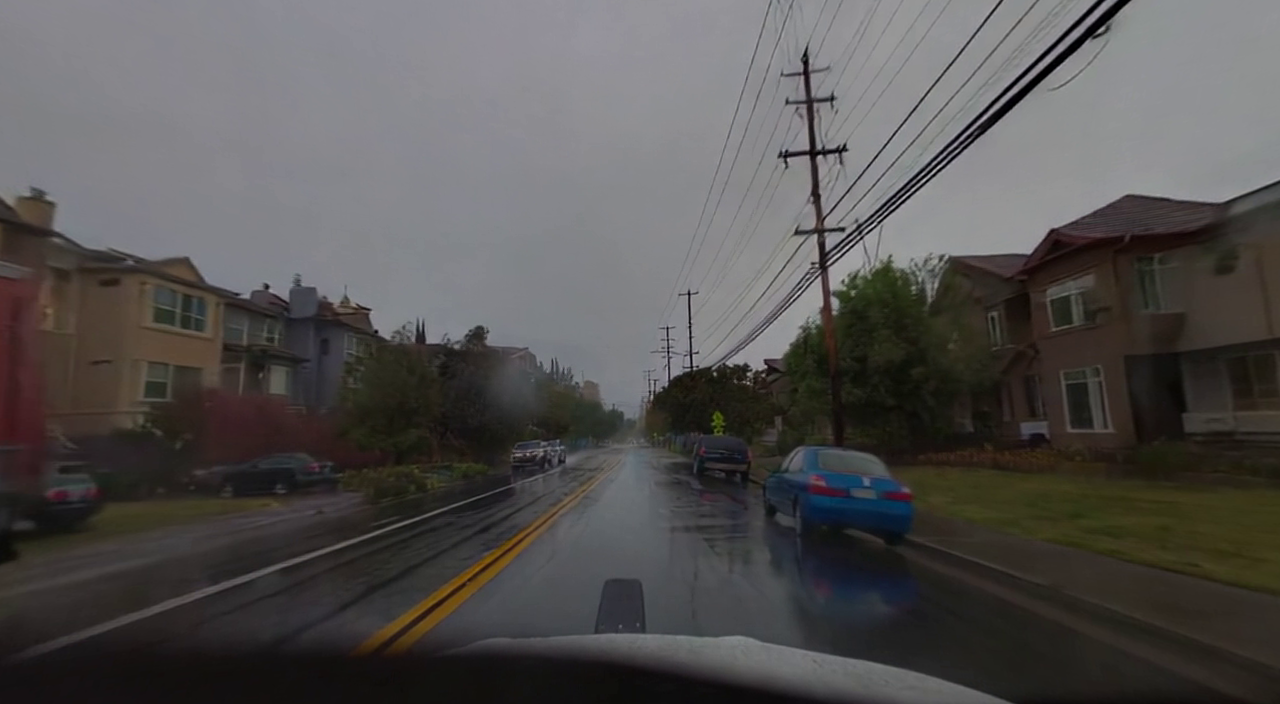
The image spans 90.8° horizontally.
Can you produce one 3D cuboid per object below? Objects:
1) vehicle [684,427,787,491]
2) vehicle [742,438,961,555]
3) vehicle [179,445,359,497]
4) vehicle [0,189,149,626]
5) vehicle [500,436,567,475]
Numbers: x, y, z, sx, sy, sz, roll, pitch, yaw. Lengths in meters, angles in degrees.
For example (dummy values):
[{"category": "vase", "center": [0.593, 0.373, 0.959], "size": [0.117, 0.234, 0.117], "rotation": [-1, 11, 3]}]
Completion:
[{"category": "vehicle", "center": [3.059, 3.649, 21.924], "size": [2.496, 1.895, 6.434], "rotation": [0, -9, -1]}, {"category": "vehicle", "center": [3.071, 2.201, 10.487], "size": [1.890, 1.463, 4.952], "rotation": [0, -9, 0]}, {"category": "vehicle", "center": [-11.473, 3.673, 19.773], "size": [4.399, 1.517, 1.957], "rotation": [0, -9, 1]}, {"category": "vehicle", "center": [-6.376, 0.170, 2.034], "size": [3.197, 3.187, 7.847], "rotation": [-3, -6, 2]}, {"category": "vehicle", "center": [-5.806, 5.753, 35.259], "size": [2.427, 1.998, 5.239], "rotation": [-1, -9, 4]}]
